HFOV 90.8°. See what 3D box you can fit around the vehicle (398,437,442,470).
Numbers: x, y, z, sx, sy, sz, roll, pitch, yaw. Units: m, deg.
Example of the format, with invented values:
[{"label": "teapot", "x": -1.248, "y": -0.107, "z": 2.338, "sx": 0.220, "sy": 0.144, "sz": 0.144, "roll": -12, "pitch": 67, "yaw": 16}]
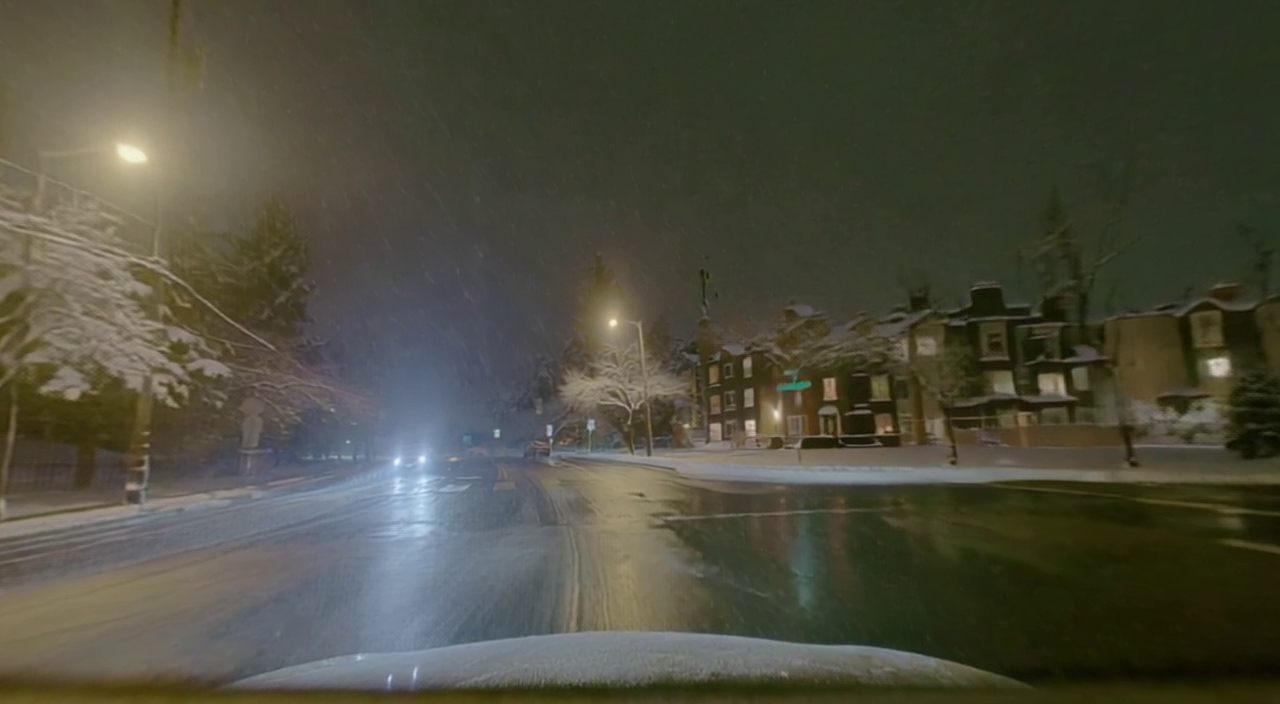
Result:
[{"label": "vehicle", "x": -13.346, "y": 6.170, "z": 38.581, "sx": 2.247, "sy": 1.801, "sz": 4.672, "roll": 2, "pitch": -9, "yaw": -16}]
